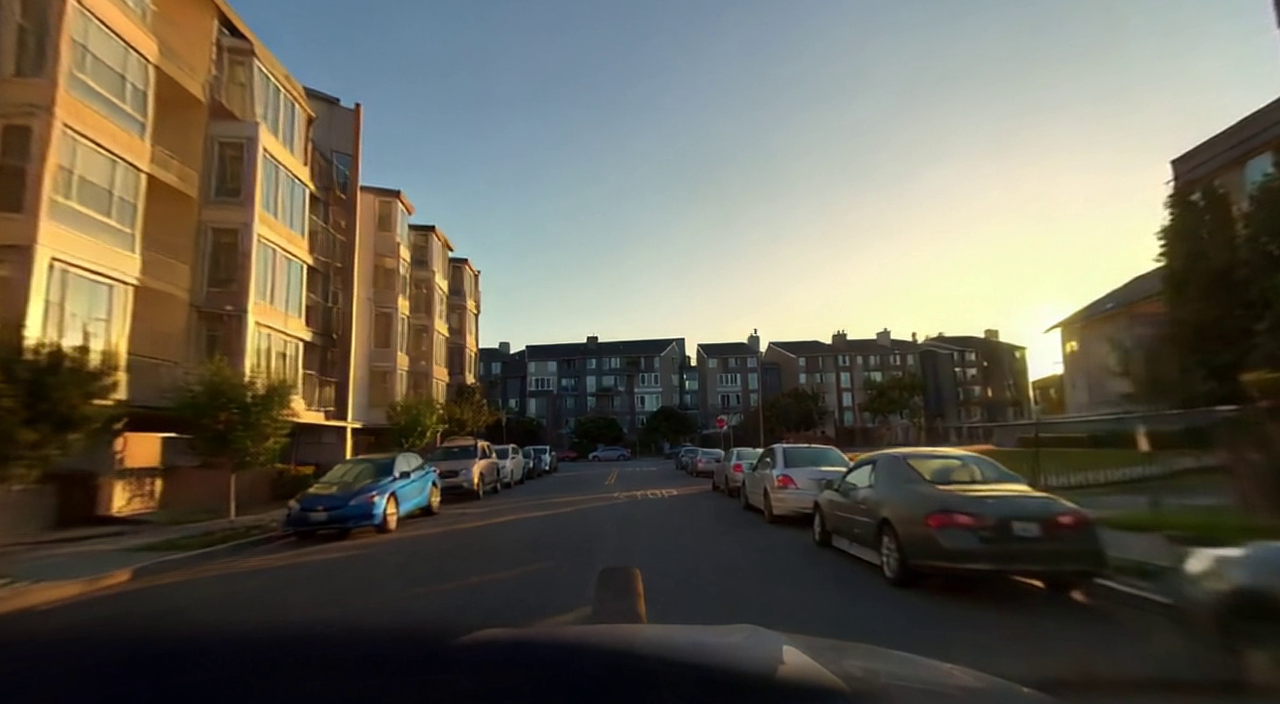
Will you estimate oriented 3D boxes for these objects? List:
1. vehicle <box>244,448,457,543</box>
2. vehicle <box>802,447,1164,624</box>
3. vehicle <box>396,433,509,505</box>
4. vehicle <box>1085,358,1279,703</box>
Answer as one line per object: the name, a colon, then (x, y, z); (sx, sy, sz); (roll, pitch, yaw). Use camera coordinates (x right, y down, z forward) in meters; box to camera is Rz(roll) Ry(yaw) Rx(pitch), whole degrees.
vehicle: (-5.441, 2.724, 12.826); (2.119, 1.500, 4.953); (0, -8, -2)
vehicle: (3.341, 1.814, 7.297); (1.835, 1.420, 4.186); (0, -9, 0)
vehicle: (-5.619, 3.558, 19.661); (2.216, 1.953, 4.553); (0, -8, -2)
vehicle: (3.647, 0.714, 1.321); (2.063, 1.729, 4.538); (0, -9, 0)
